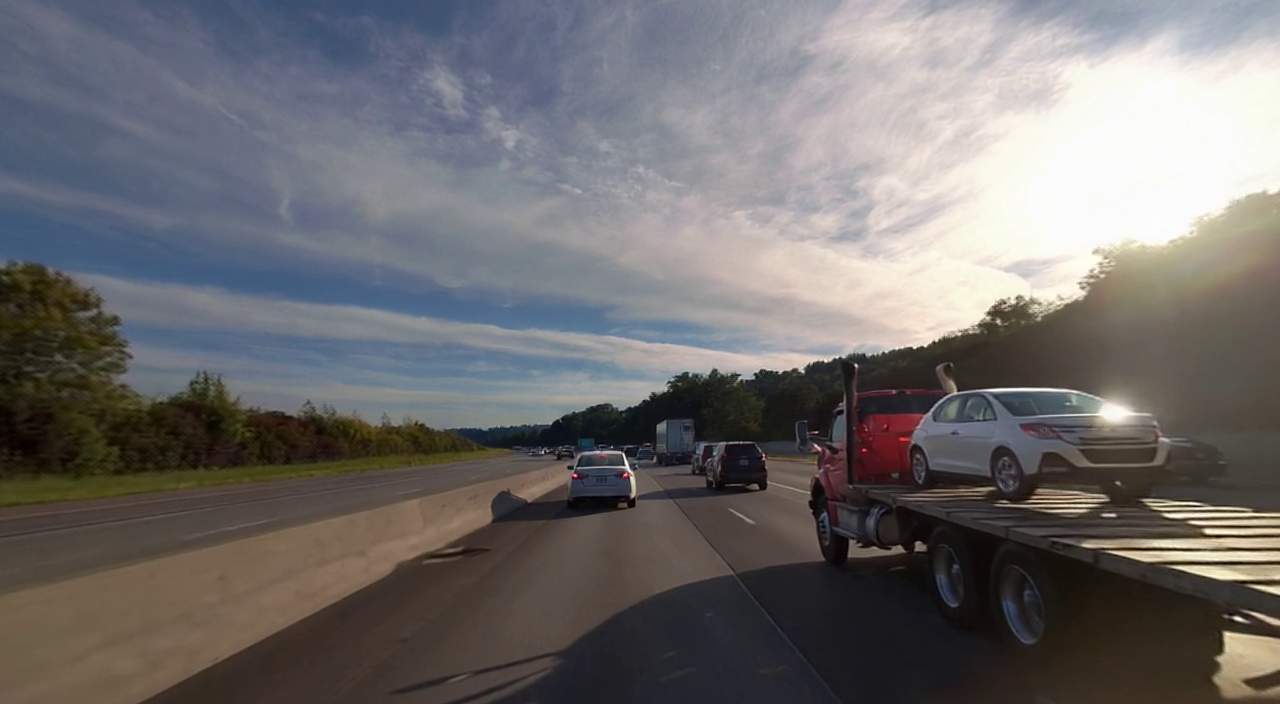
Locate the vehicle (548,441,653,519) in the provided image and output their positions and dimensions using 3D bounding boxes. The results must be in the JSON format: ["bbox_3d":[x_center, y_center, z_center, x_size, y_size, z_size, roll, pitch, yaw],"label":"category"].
[{"bbox_3d":[-0.732,2.735,13.886,1.991,1.466,3.675,0,-9,0],"label":"vehicle"}]

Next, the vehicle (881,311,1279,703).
[{"bbox_3d":[3.427,0.992,4.013,1.959,1.783,4.407,0,-9,-1],"label":"vehicle"}]

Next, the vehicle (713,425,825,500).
[{"bbox_3d":[3.535,3.138,18.179,2.303,1.889,3.920,0,-9,-1],"label":"vehicle"}]

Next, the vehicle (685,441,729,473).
[{"bbox_3d":[3.710,5.931,35.661,1.938,1.660,4.223,0,-9,-1],"label":"vehicle"}]
